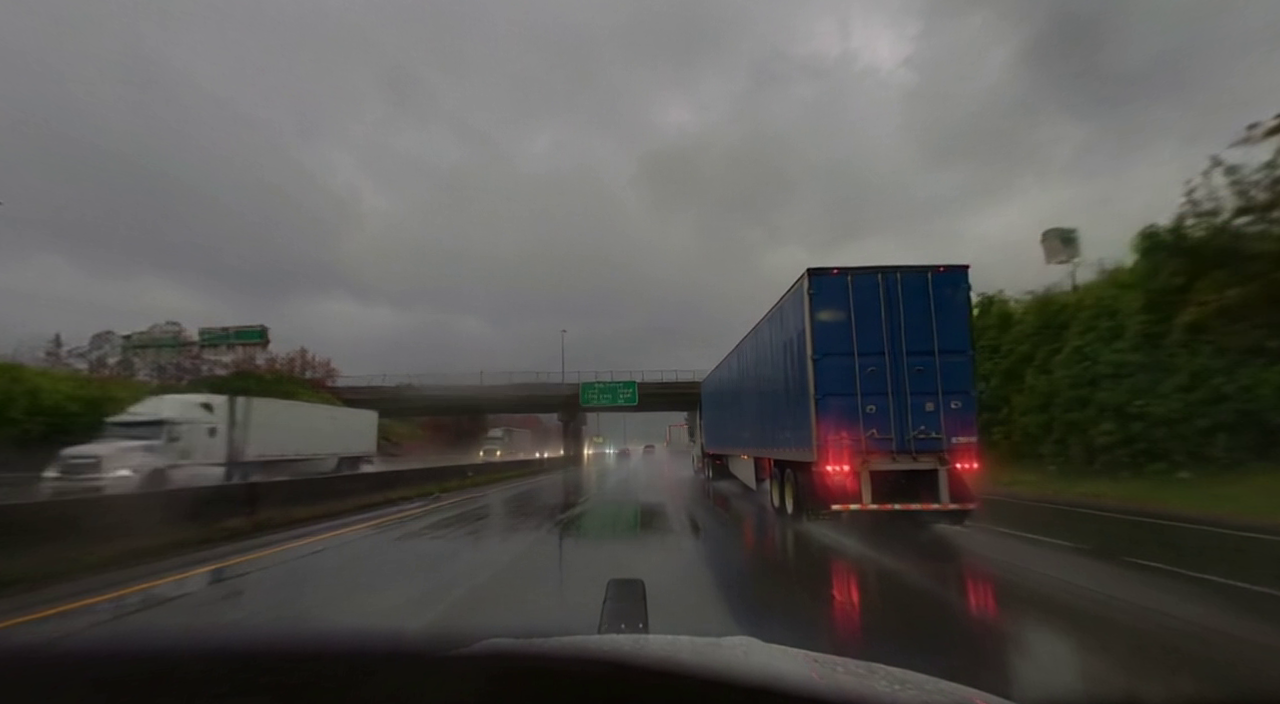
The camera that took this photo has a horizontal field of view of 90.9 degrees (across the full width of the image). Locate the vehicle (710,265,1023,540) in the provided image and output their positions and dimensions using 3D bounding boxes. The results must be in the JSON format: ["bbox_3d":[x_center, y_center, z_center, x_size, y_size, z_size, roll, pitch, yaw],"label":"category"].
[{"bbox_3d":[4.046,1.772,16.308,2.825,4.054,14.210,0,-9,0],"label":"vehicle"}]

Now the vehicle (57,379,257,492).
[{"bbox_3d":[-18.746,3.386,25.106,2.994,3.938,5.901,0,-9,0],"label":"vehicle"}]
